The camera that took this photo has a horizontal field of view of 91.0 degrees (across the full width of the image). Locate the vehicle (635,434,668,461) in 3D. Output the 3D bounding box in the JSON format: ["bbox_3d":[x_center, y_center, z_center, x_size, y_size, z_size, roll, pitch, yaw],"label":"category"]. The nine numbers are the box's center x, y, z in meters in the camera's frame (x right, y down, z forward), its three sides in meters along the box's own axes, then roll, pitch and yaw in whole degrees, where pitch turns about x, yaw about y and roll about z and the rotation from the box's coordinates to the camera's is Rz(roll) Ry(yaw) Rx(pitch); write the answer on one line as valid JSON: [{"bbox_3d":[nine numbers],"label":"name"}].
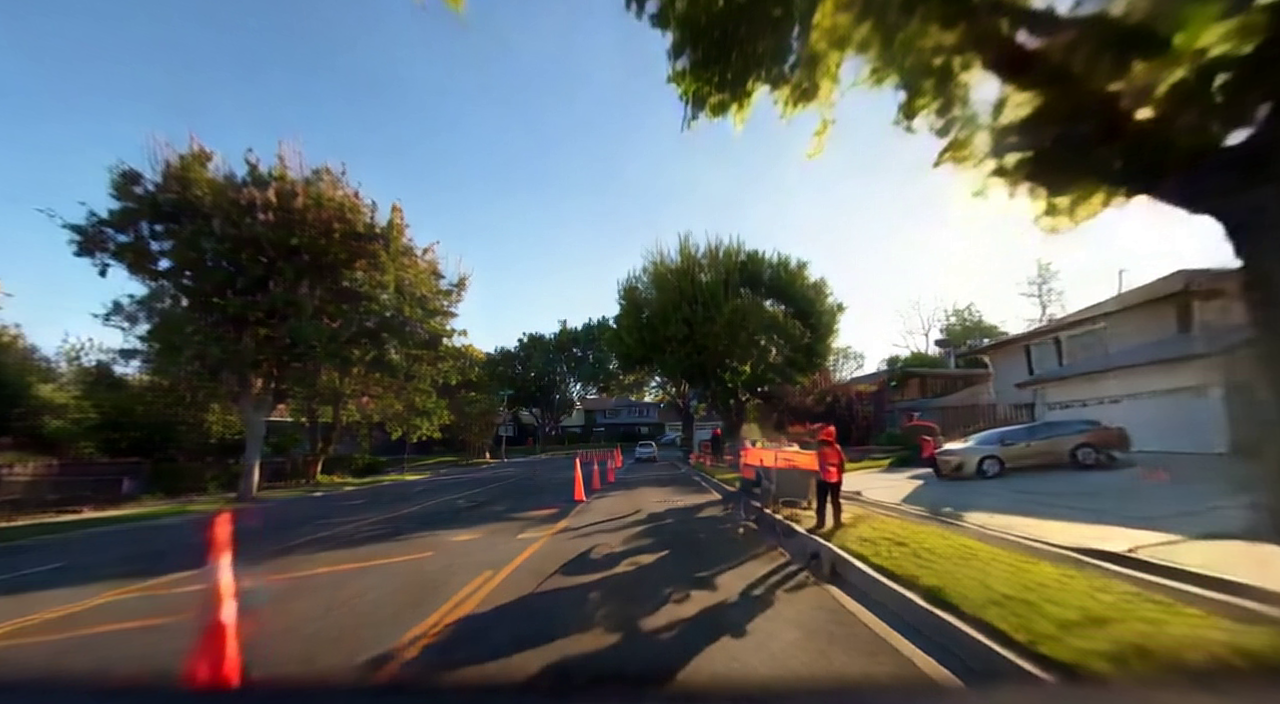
[{"bbox_3d":[0.749,6.416,42.173,2.151,1.708,4.084,0,-9,1],"label":"vehicle"}]

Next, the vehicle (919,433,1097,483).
[{"bbox_3d":[11.617,3.366,20.133,4.463,1.466,1.813,0,-9,4],"label":"vehicle"}]

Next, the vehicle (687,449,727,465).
[{"bbox_3d":[3.953,6.286,37.632,2.123,0.883,3.024,0,-8,0],"label":"vehicle"}]
